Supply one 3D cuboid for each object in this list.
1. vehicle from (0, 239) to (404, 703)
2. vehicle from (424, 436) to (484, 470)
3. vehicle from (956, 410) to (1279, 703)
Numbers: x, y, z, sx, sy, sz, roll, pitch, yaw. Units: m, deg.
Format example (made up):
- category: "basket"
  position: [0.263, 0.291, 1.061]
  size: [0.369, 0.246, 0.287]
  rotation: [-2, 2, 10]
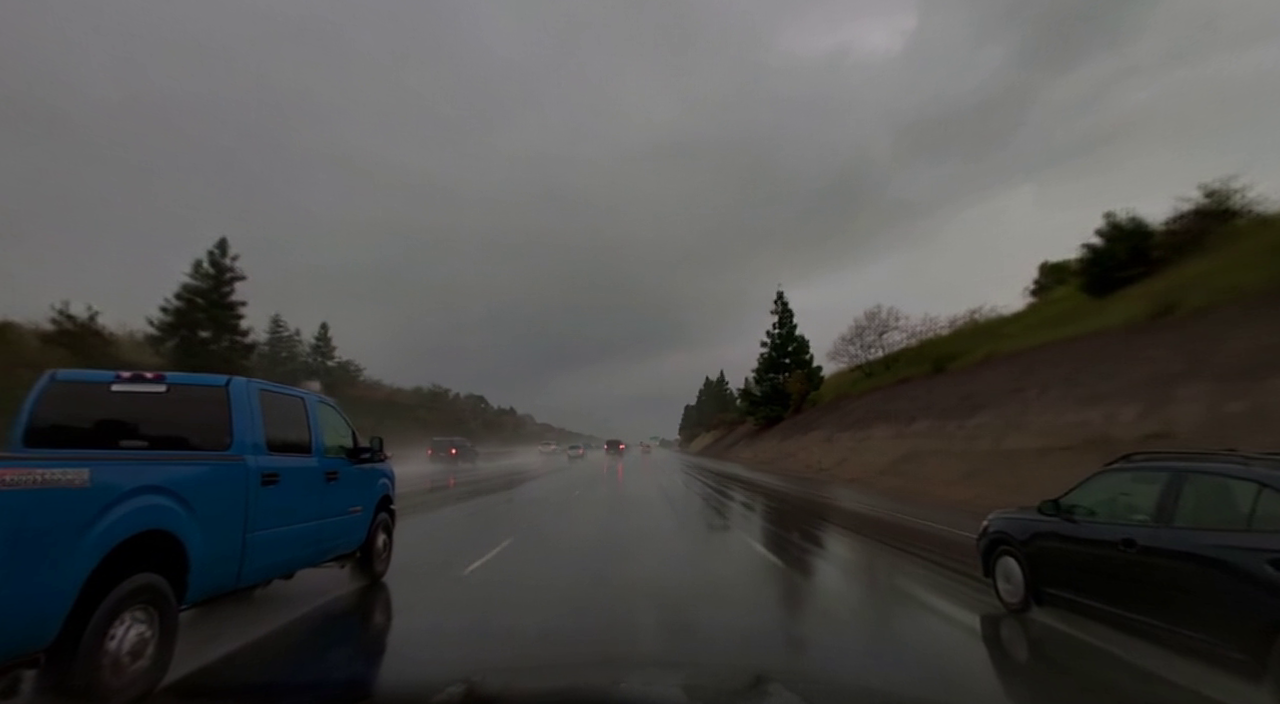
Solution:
- category: "vehicle"
  position: [-3.668, 0.776, 3.320]
  size: [2.483, 2.100, 6.208]
  rotation: [0, -9, 0]
- category: "vehicle"
  position: [-10.992, 6.012, 37.734]
  size: [2.012, 1.875, 4.895]
  rotation: [0, -9, 1]
- category: "vehicle"
  position: [3.995, 1.120, 3.461]
  size: [2.047, 1.524, 4.619]
  rotation: [0, -9, -1]
